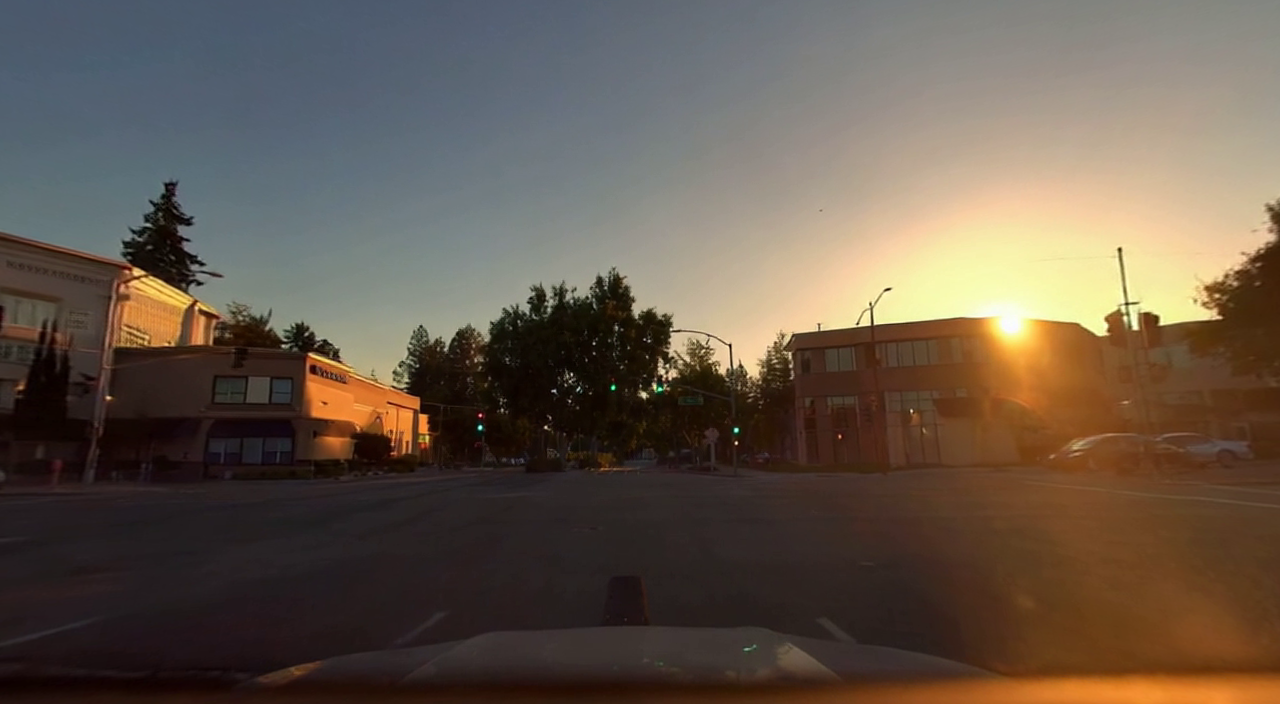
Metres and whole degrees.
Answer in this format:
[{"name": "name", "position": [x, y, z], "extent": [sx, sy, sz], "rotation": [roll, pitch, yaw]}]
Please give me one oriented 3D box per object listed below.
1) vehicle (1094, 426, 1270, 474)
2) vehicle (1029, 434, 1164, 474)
[{"name": "vehicle", "position": [18.762, 3.408, 21.988], "extent": [4.288, 1.600, 1.927], "rotation": [0, -8, 1]}, {"name": "vehicle", "position": [20.397, 4.559, 28.335], "extent": [4.483, 1.691, 1.949], "rotation": [0, -8, 0]}]
